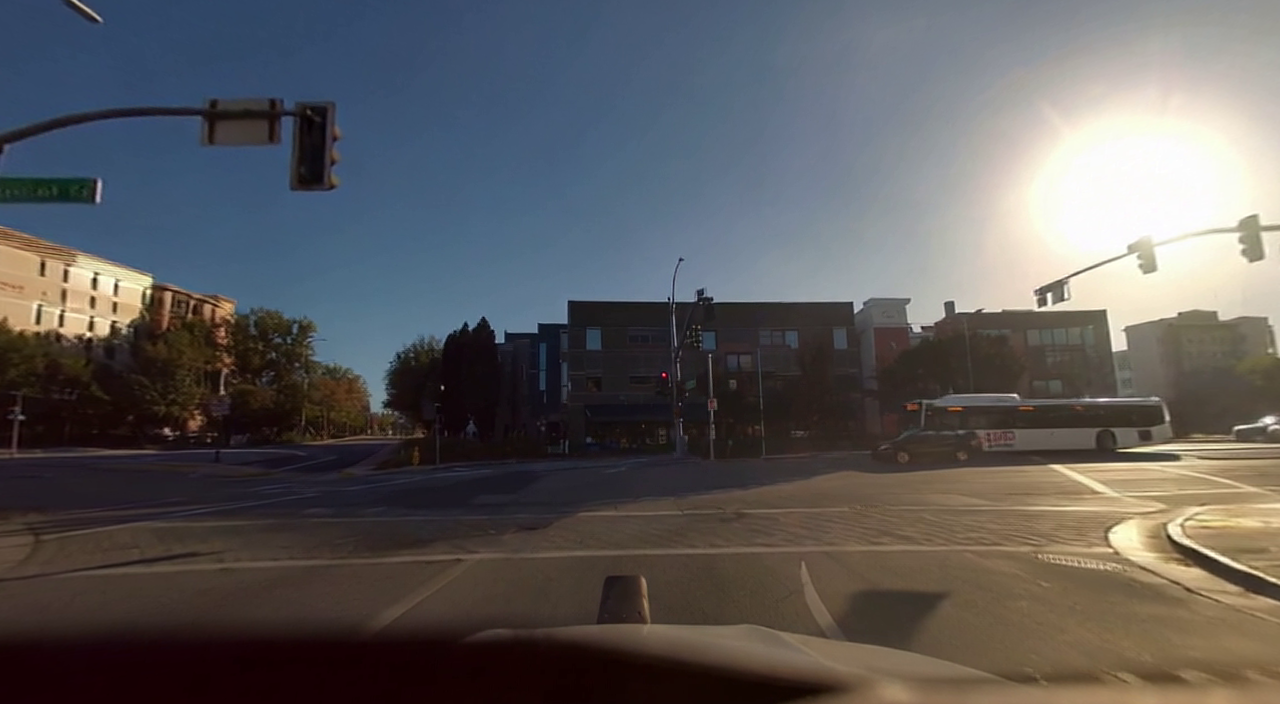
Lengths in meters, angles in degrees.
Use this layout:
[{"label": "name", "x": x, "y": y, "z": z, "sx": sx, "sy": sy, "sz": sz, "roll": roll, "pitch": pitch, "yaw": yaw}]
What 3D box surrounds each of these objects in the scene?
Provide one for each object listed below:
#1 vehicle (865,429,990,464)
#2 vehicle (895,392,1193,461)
[{"label": "vehicle", "x": 12.505, "y": 4.131, "z": 27.511, "sx": 4.538, "sy": 1.461, "sz": 1.805, "roll": 0, "pitch": -9, "yaw": -1}, {"label": "vehicle", "x": 19.977, "y": 3.804, "z": 31.636, "sx": 12.822, "sy": 3.296, "sz": 3.033, "roll": 0, "pitch": -9, "yaw": -1}]
